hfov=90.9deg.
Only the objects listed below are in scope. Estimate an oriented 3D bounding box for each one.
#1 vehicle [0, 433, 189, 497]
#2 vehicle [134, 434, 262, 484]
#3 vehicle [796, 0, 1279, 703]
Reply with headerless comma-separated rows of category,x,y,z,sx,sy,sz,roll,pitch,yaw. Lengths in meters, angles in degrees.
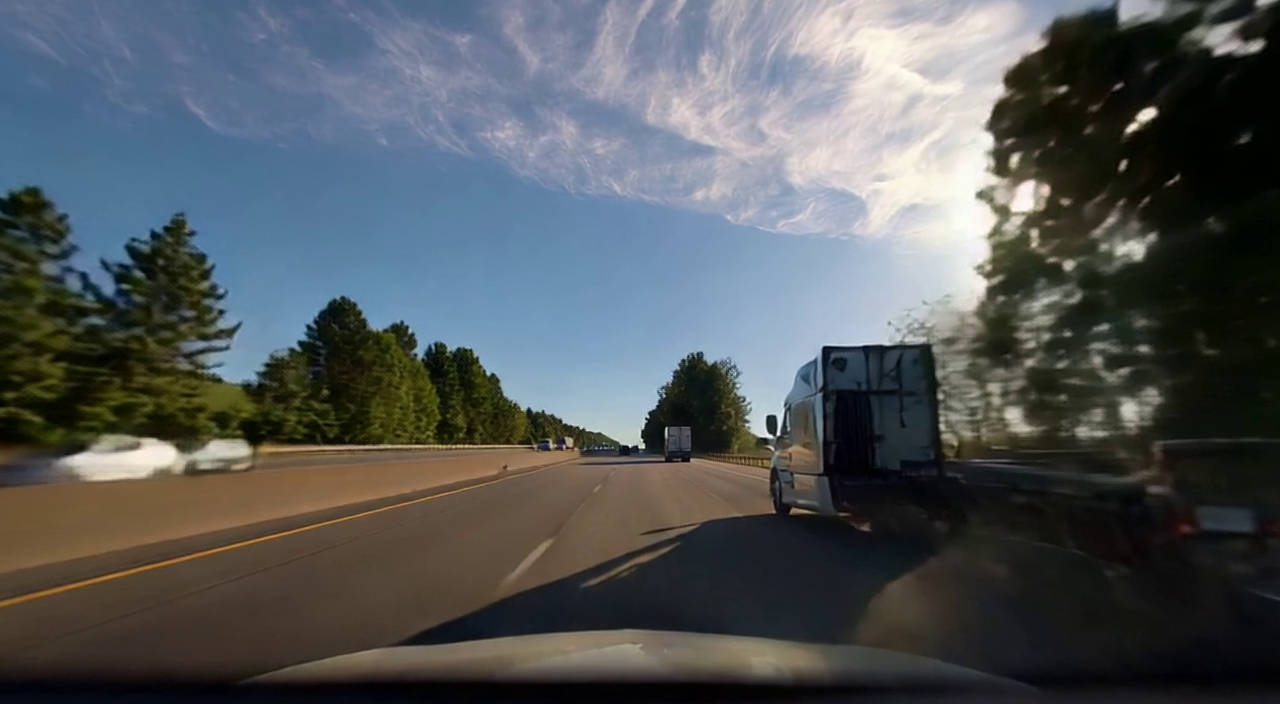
vehicle,-15.072,3.040,17.323,1.855,1.494,4.724,0,-9,0
vehicle,-15.182,3.699,21.928,1.678,1.547,3.763,0,-9,0
vehicle,4.124,-0.052,3.872,2.950,4.033,13.276,0,-9,0
